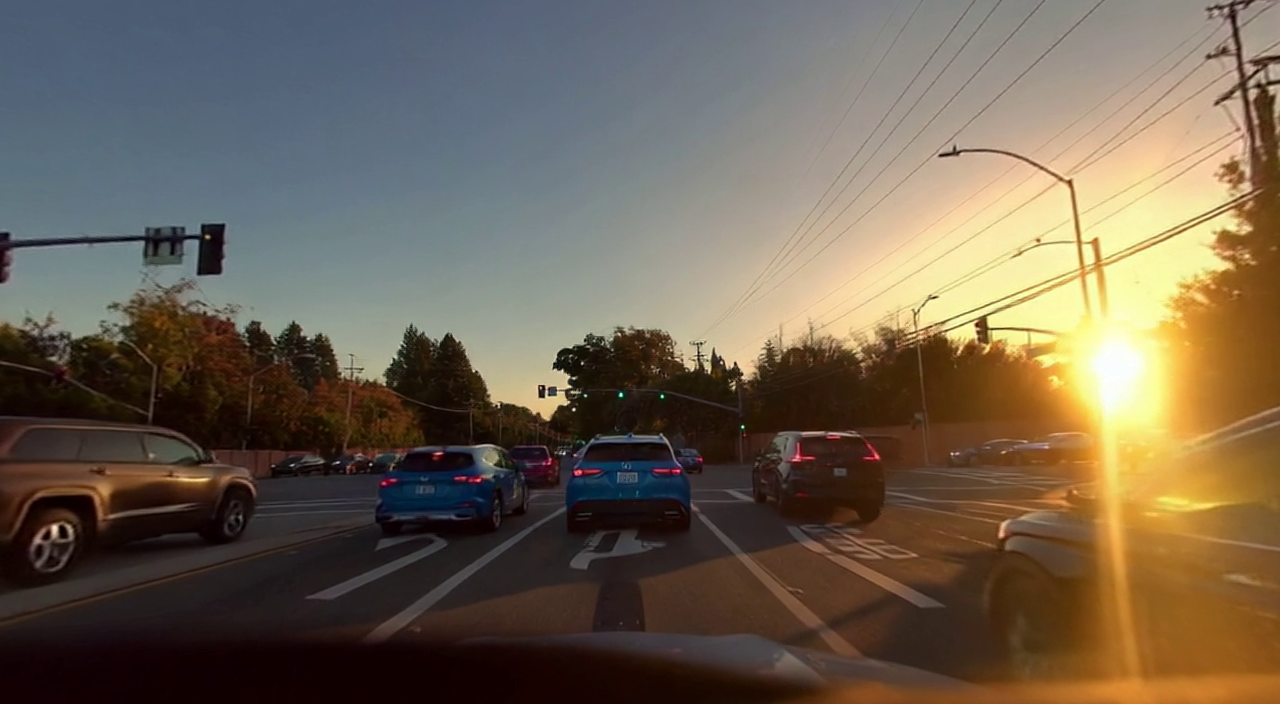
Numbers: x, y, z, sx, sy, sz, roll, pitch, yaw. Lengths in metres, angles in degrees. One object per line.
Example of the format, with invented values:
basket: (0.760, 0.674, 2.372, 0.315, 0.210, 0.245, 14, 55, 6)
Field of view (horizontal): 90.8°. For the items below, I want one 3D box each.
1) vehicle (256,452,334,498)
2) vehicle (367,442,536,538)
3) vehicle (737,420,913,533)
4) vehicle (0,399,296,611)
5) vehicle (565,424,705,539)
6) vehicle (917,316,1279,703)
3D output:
vehicle: (-12.803, 4.527, 23.699, 1.974, 1.491, 4.450, 4, -9, -22)
vehicle: (-3.293, 2.489, 12.079, 1.881, 1.466, 4.484, 0, -9, 0)
vehicle: (3.320, 2.355, 12.479, 1.999, 1.789, 4.583, 0, -9, -1)
vehicle: (-6.553, 1.652, 7.666, 2.116, 1.812, 4.609, 0, -9, 0)
vehicle: (-0.069, 2.268, 11.627, 2.111, 1.712, 4.078, 0, -9, 0)
vehicle: (2.756, 0.727, 1.632, 2.034, 1.655, 4.465, 0, -9, 0)
